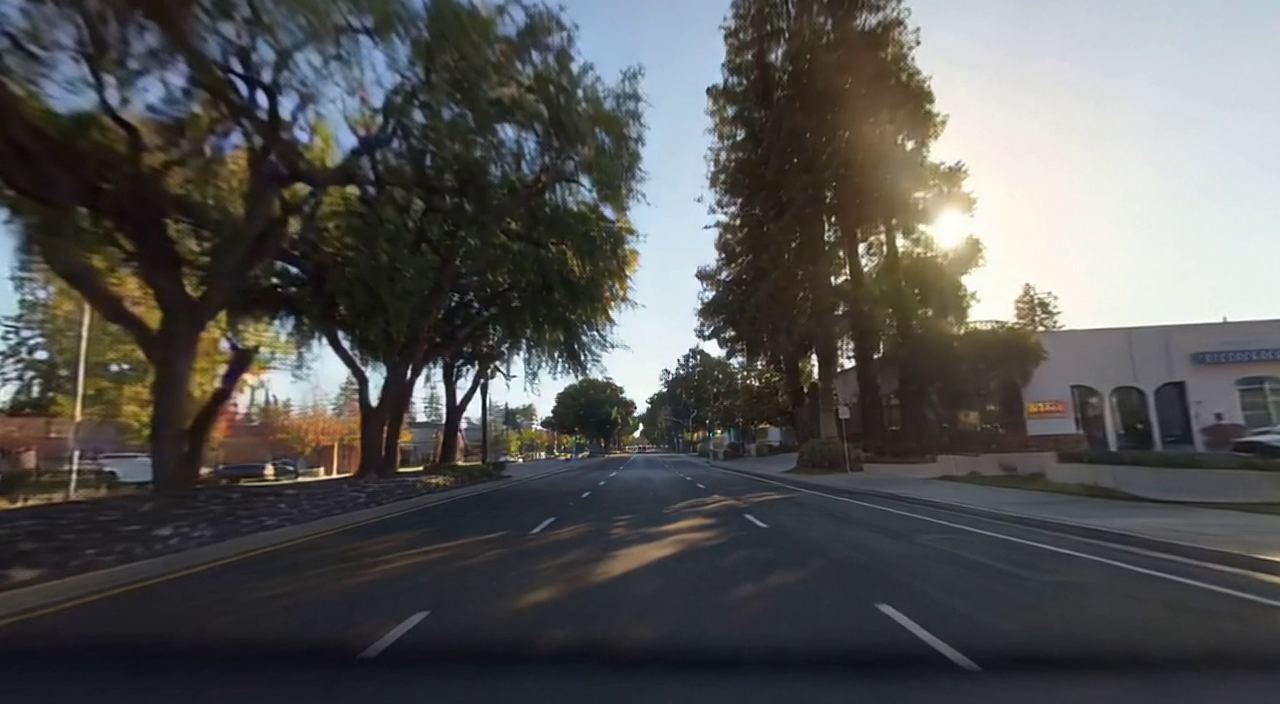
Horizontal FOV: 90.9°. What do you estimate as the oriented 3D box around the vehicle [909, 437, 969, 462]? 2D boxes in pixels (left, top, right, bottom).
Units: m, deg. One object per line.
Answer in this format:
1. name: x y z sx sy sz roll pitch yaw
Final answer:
1. vehicle: 20.022 6.545 42.433 2.036 1.600 4.117 0 -9 0
